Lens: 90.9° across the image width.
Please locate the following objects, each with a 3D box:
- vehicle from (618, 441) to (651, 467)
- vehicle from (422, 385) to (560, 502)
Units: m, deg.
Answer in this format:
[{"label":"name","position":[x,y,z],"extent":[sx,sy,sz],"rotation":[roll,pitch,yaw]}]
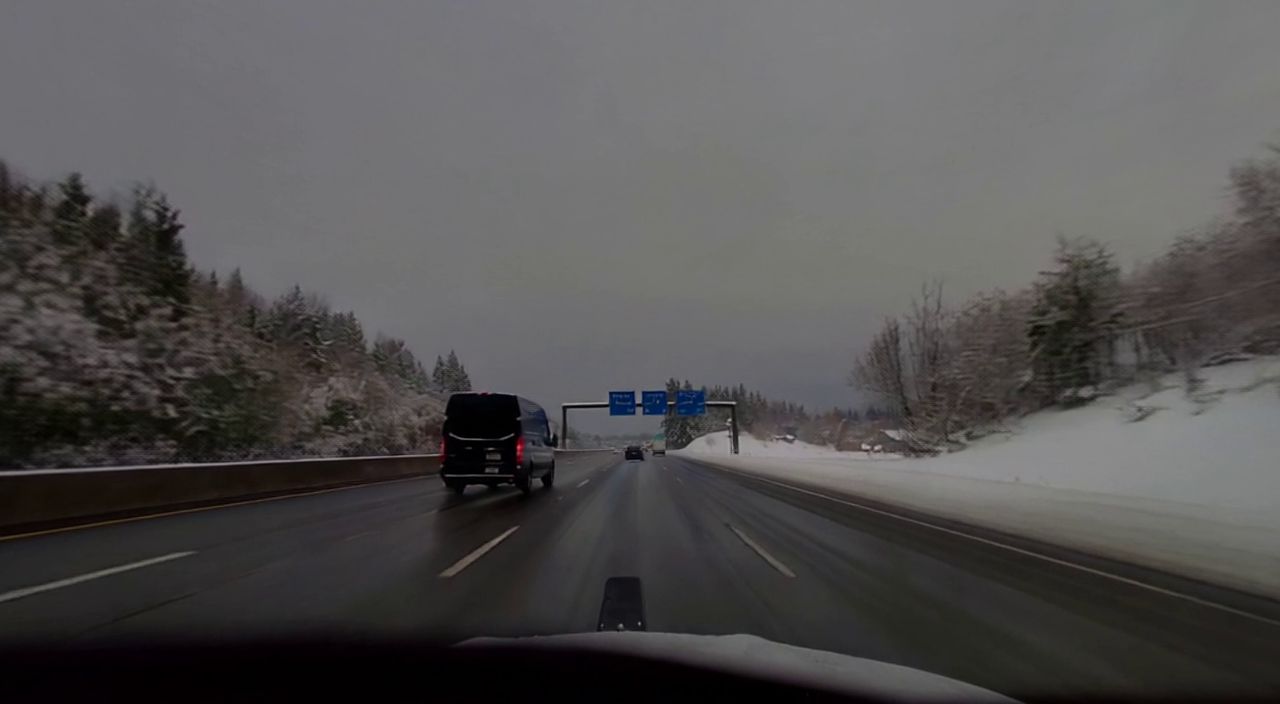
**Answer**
[{"label":"vehicle","position":[-0.357,6.989,43.238],"extent":[2.183,1.662,3.968],"rotation":[0,-9,0]},{"label":"vehicle","position":[-3.872,2.597,17.829],"extent":[2.382,2.736,5.982],"rotation":[0,-9,0]}]
